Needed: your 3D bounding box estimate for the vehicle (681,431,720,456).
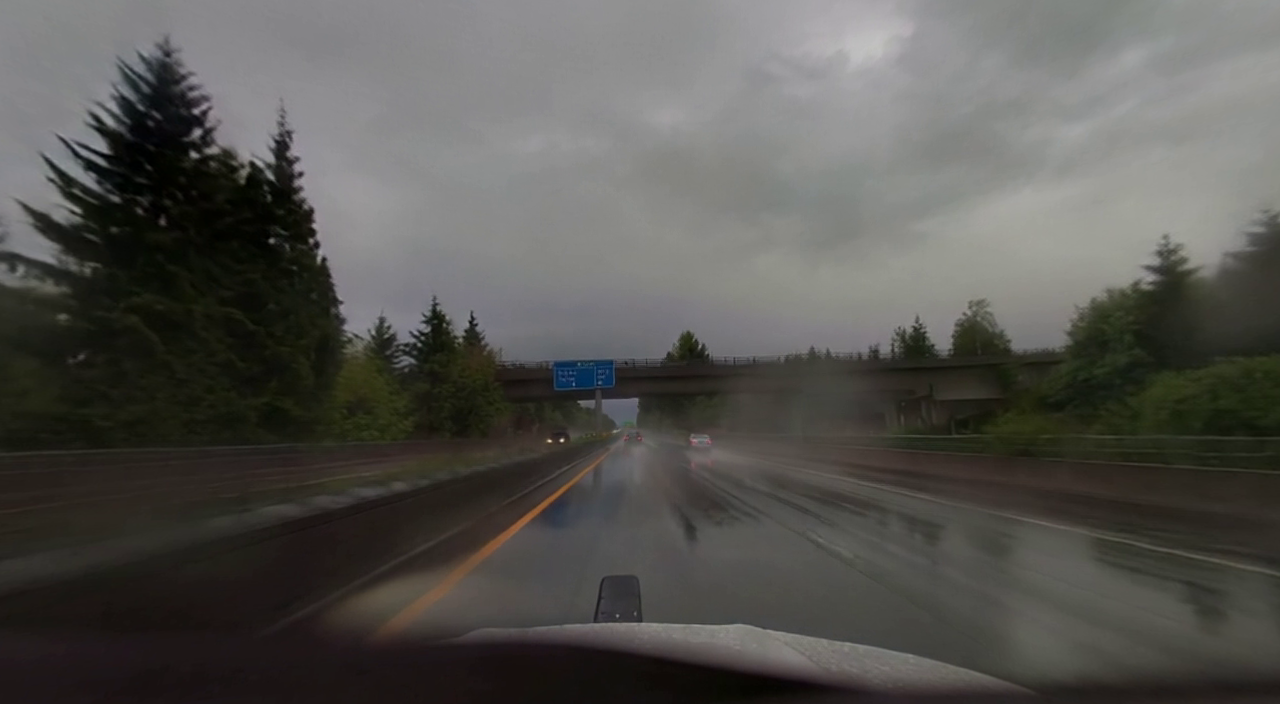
[{"bbox_3d":[3.927,6.030,41.669,2.010,1.526,4.438,0,-8,-2],"label":"vehicle"}]
